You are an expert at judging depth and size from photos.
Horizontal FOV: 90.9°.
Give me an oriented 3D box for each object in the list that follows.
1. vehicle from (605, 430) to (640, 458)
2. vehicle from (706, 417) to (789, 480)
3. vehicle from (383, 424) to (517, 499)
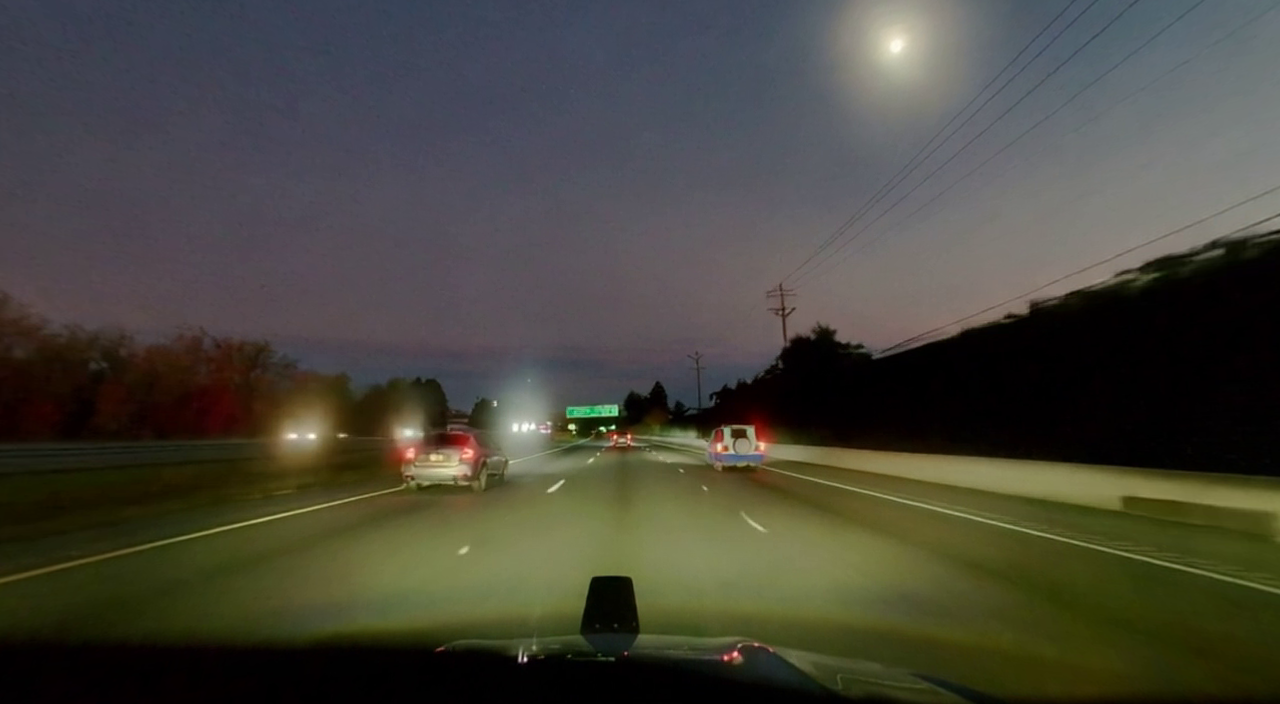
[{"bbox_3d":[-1.193,5.902,40.744,2.159,1.690,3.720,0,-7,-3],"label":"vehicle"},{"bbox_3d":[3.477,3.155,20.938,1.976,1.905,3.263,0,-7,-4],"label":"vehicle"},{"bbox_3d":[-4.454,2.599,15.501,2.100,1.590,4.077,0,-7,-1],"label":"vehicle"}]
